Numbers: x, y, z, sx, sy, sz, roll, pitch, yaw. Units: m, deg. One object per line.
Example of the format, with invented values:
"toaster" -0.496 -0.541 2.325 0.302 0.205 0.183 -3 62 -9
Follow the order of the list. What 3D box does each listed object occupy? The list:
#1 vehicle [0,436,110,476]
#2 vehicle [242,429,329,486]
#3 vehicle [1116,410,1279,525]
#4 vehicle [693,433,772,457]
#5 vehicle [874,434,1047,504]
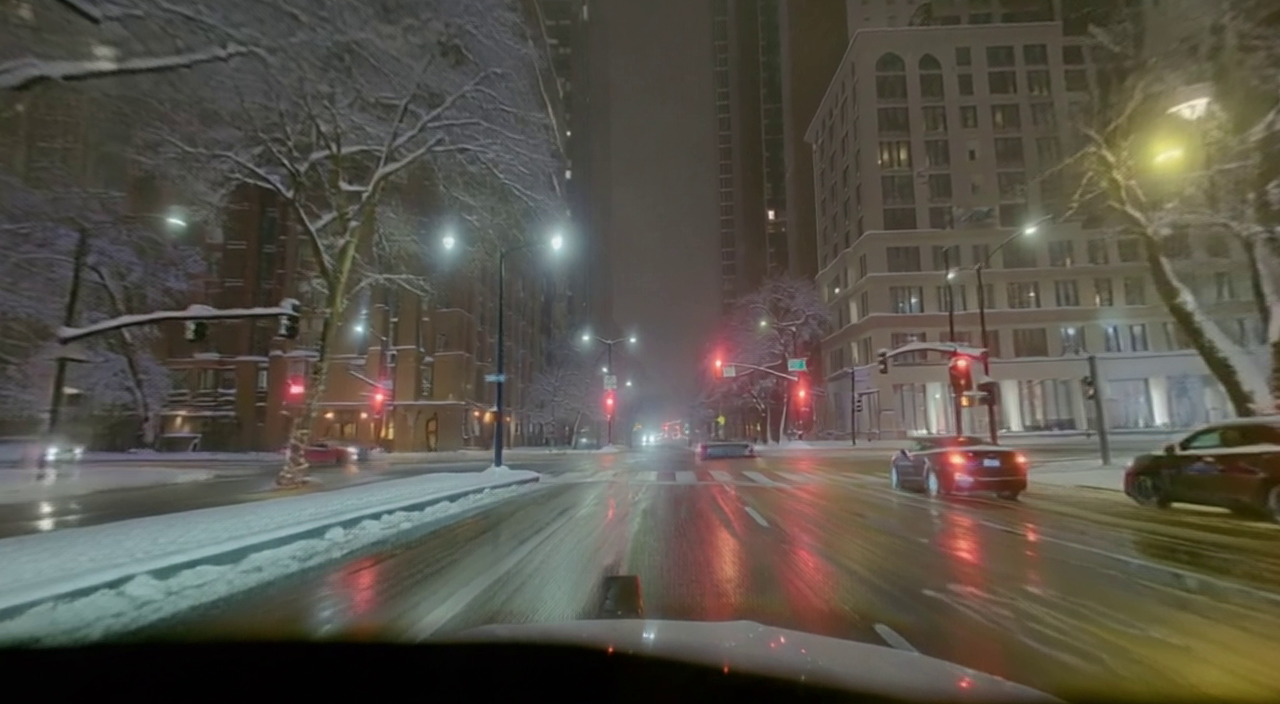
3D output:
"vehicle" -31.435 5.415 32.873 5.659 1.967 2.149 0 -8 -1
"vehicle" -13.532 3.945 23.963 2.125 1.910 4.779 6 -11 -36
"vehicle" 11.222 1.974 10.982 2.027 1.810 4.854 0 -9 -1
"vehicle" 5.850 5.960 40.402 4.762 1.420 1.814 0 -9 0
"vehicle" 7.848 2.897 16.159 1.936 1.489 4.885 -1 -8 1
